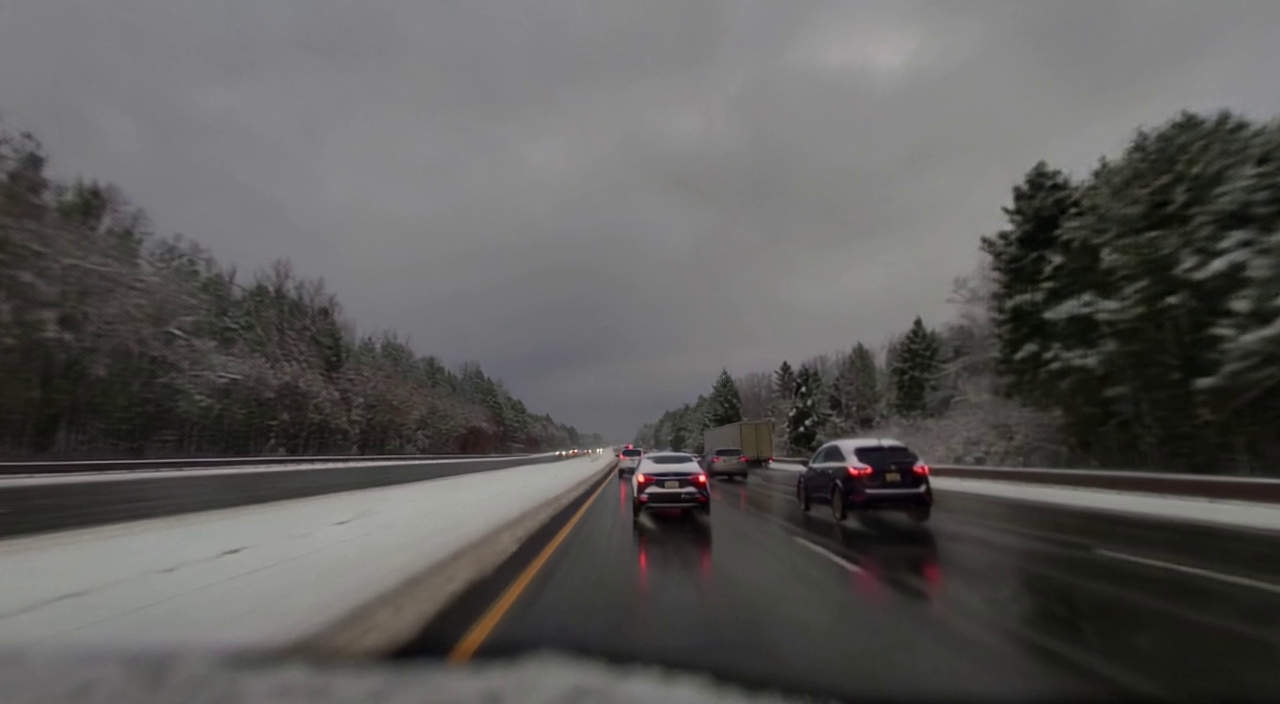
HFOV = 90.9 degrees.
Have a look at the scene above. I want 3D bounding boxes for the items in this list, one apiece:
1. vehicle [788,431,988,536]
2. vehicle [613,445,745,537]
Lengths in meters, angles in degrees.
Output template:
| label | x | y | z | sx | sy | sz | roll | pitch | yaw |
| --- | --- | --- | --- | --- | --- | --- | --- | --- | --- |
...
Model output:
| label | x | y | z | sx | sy | sz | roll | pitch | yaw |
| --- | --- | --- | --- | --- | --- | --- | --- | --- | --- |
| vehicle | 4.546 | 2.474 | 12.490 | 1.998 | 1.657 | 4.604 | 0 | -9 | -1 |
| vehicle | 0.589 | 2.494 | 11.870 | 2.094 | 1.426 | 3.725 | 0 | -9 | -1 |
